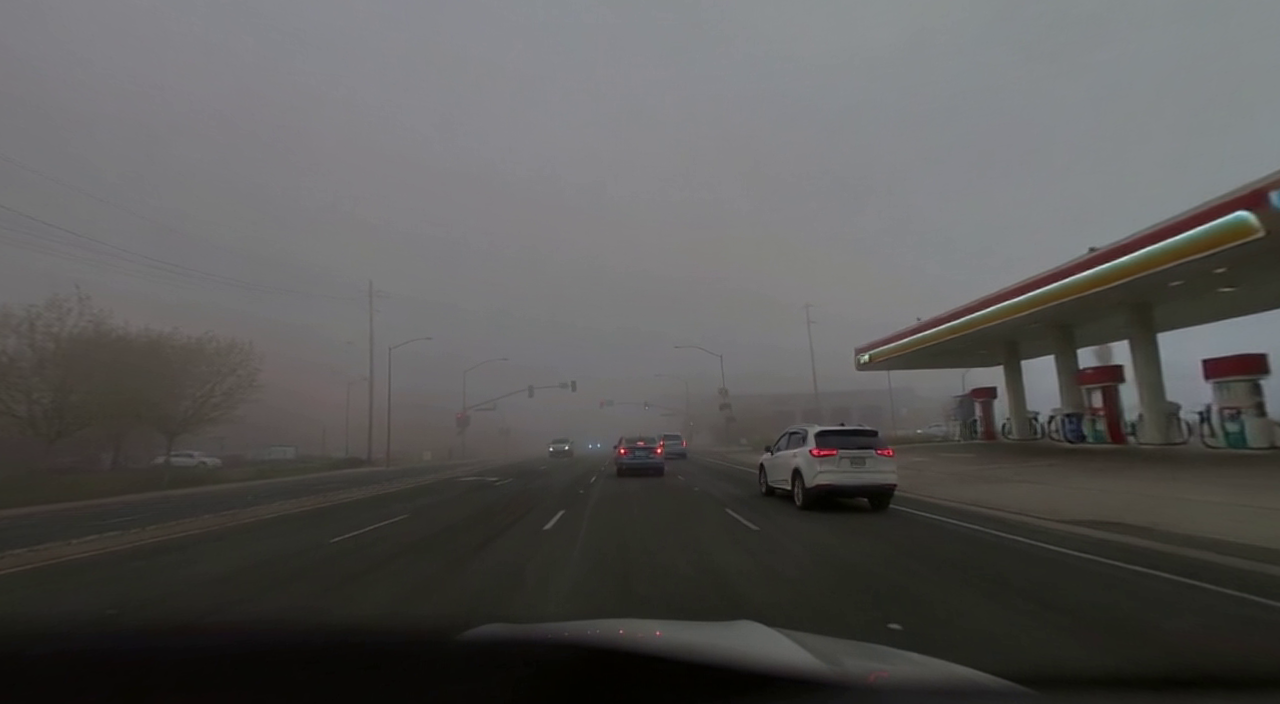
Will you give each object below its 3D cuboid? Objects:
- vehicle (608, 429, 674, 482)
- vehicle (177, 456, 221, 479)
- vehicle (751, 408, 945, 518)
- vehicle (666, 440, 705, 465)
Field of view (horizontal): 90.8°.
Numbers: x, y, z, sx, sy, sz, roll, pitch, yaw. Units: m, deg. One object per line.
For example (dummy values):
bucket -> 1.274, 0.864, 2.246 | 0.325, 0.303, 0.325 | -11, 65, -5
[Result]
vehicle -> -0.041, 3.684, 22.804 | 2.164, 1.718, 3.881 | 0, -8, -2
vehicle -> -30.746, 8.002, 43.981 | 1.948, 1.452, 4.370 | 7, -11, -40
vehicle -> 3.863, 2.189, 12.926 | 2.116, 1.791, 5.006 | 0, -8, -2
vehicle -> 2.577, 5.803, 36.634 | 1.822, 1.331, 3.583 | 0, -8, -2
